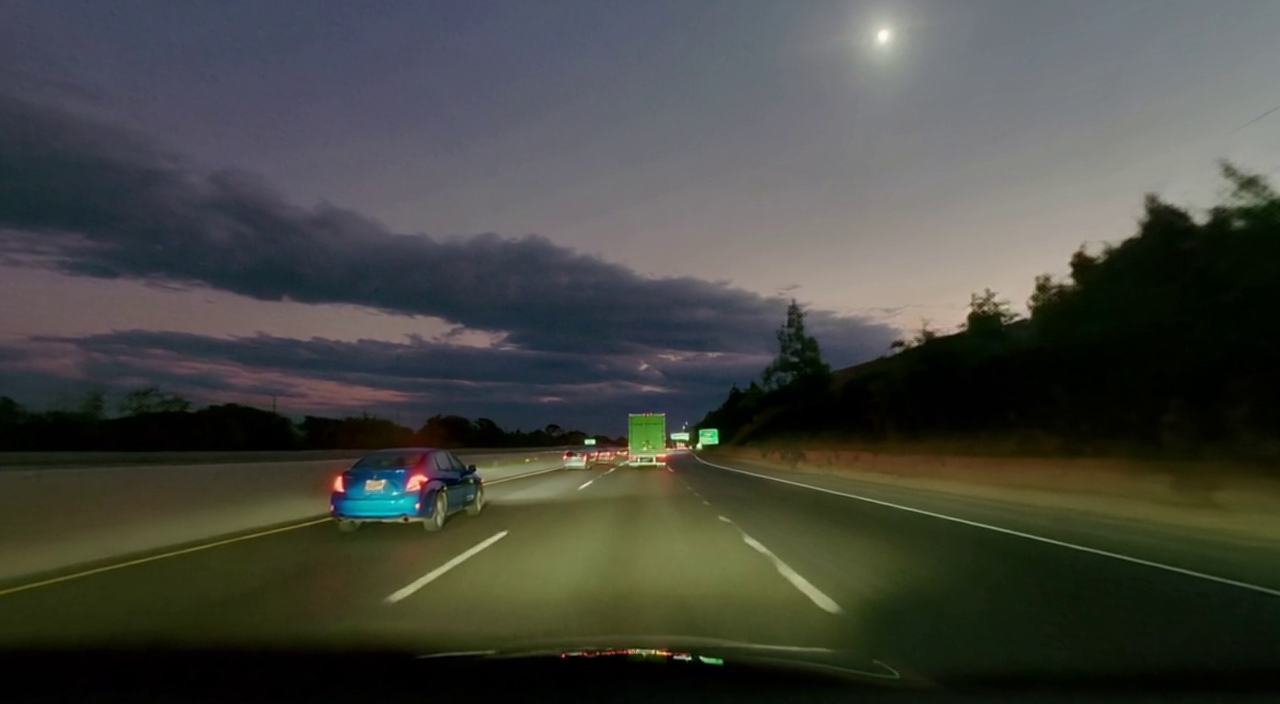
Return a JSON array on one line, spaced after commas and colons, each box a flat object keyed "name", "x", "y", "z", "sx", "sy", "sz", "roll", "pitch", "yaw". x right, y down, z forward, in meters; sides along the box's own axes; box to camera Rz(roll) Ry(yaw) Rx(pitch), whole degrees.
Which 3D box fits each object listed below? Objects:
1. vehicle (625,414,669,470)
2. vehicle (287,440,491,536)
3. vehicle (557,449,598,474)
[{"name": "vehicle", "x": 0.429, "y": 6.678, "z": 46.387, "sx": 2.893, "sy": 3.628, "sz": 9.081, "roll": 0, "pitch": -9, "yaw": 0}, {"name": "vehicle", "x": -4.422, "y": 2.457, "z": 12.015, "sx": 2.010, "sy": 1.461, "sz": 4.391, "roll": 0, "pitch": -9, "yaw": 1}, {"name": "vehicle", "x": -3.799, "y": 6.704, "z": 38.803, "sx": 1.981, "sy": 1.435, "sz": 4.199, "roll": 0, "pitch": -9, "yaw": 1}]
